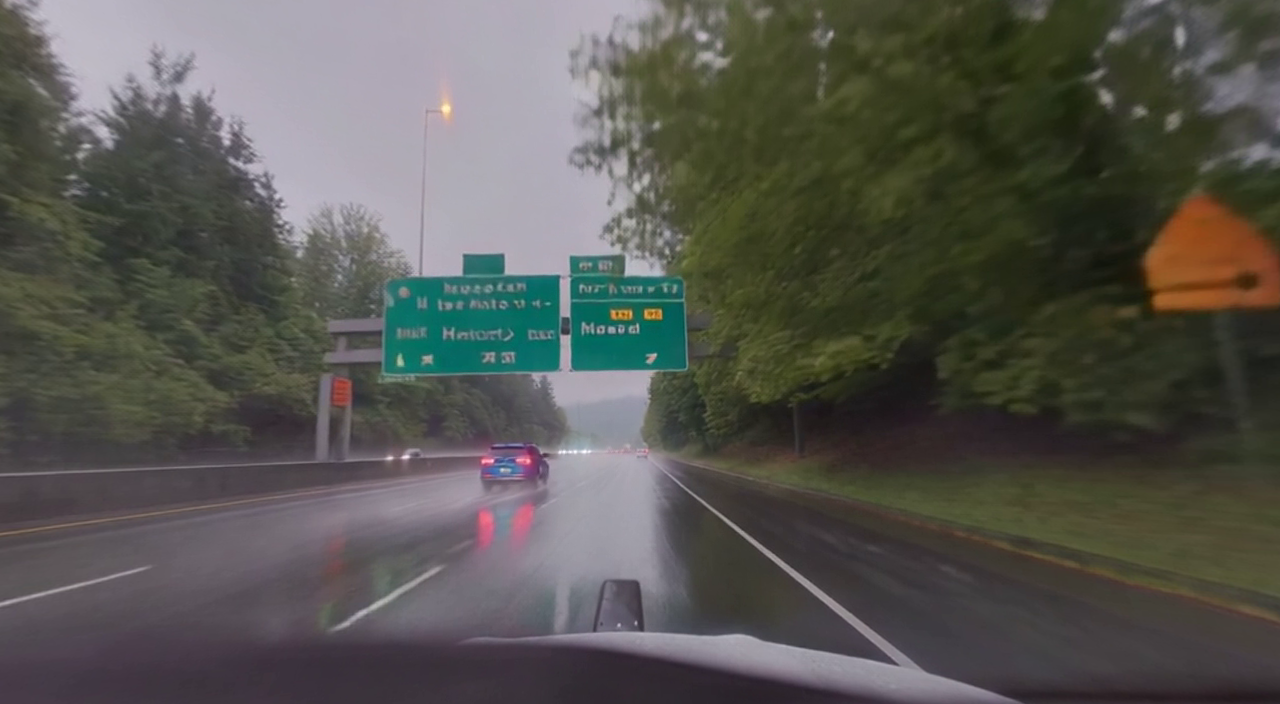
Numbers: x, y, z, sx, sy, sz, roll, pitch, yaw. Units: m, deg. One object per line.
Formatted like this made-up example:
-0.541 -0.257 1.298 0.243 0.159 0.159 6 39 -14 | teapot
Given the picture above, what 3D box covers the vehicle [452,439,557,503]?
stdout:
-3.816 3.440 18.575 2.104 1.626 4.283 -1 -9 1 | vehicle
